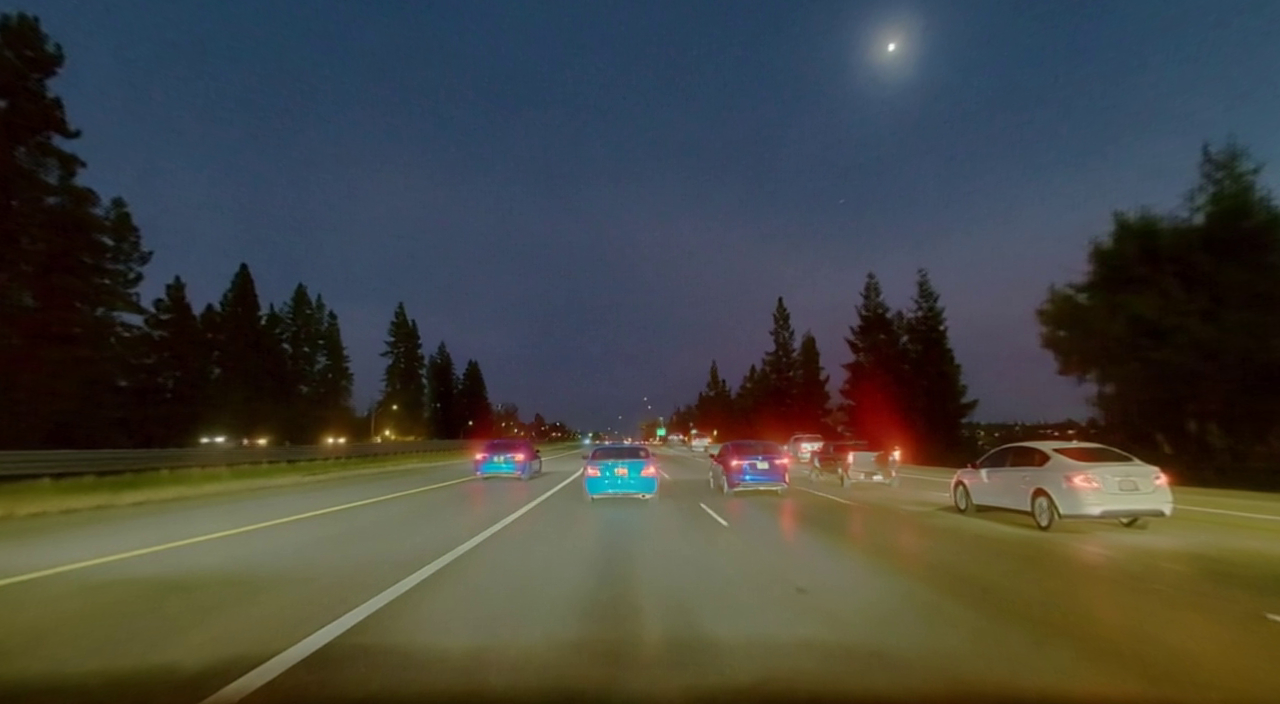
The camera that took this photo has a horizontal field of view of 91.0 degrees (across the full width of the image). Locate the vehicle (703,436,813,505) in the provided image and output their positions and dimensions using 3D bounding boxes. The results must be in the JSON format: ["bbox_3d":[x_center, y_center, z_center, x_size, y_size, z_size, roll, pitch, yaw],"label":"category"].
[{"bbox_3d":[2.885,3.002,16.401,1.975,1.532,4.227,1,-9,-1],"label":"vehicle"}]

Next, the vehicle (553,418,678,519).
[{"bbox_3d":[-0.435,2.334,13.011,2.181,1.728,3.970,1,-9,0],"label":"vehicle"}]

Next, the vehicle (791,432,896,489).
[{"bbox_3d":[6.845,3.684,21.728,2.022,1.735,4.400,1,-9,-2],"label":"vehicle"}]

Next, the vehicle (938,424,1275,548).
[{"bbox_3d":[7.388,2.159,10.837,2.106,1.641,4.671,1,-9,-2],"label":"vehicle"}]

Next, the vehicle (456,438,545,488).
[{"bbox_3d":[-4.721,3.829,22.124,2.071,1.537,4.912,1,-9,-1],"label":"vehicle"}]
